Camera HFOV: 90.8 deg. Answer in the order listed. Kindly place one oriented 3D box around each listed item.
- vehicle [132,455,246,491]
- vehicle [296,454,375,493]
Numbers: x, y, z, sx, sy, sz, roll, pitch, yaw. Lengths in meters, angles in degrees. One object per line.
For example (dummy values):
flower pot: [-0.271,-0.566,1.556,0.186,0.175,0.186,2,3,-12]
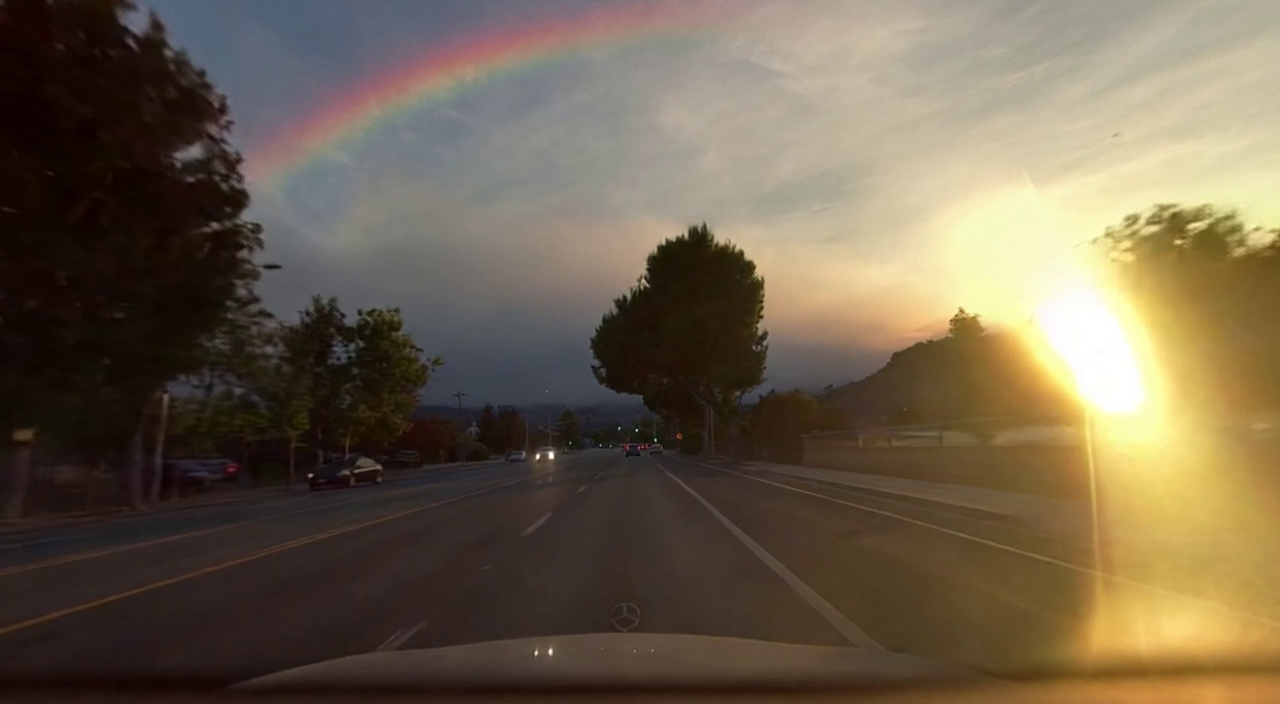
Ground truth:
vehicle: [-21.459,5.733,30.358,1.916,1.482,4.789,-1,-9,1]
vehicle: [-14.669,5.825,30.668,1.896,1.486,4.285,-4,-8,-2]
